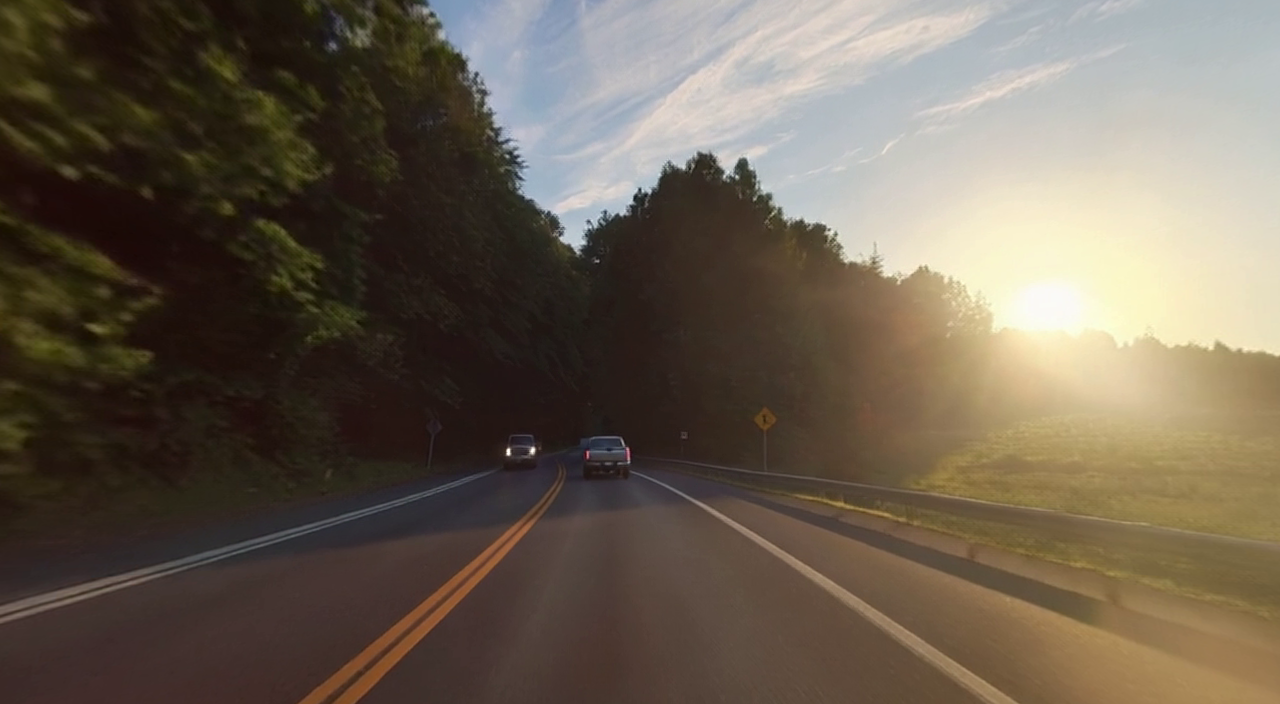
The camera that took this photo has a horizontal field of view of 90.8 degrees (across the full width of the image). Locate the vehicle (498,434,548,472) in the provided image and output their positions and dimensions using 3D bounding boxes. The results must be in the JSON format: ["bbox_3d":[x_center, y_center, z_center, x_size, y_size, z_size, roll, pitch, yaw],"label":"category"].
[{"bbox_3d":[-6.650,5.794,36.438,2.374,1.989,4.909,0,-8,-5],"label":"vehicle"}]

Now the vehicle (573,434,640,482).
[{"bbox_3d":[-1.487,4.539,27.383,2.631,1.798,5.331,0,-8,-4],"label":"vehicle"}]
